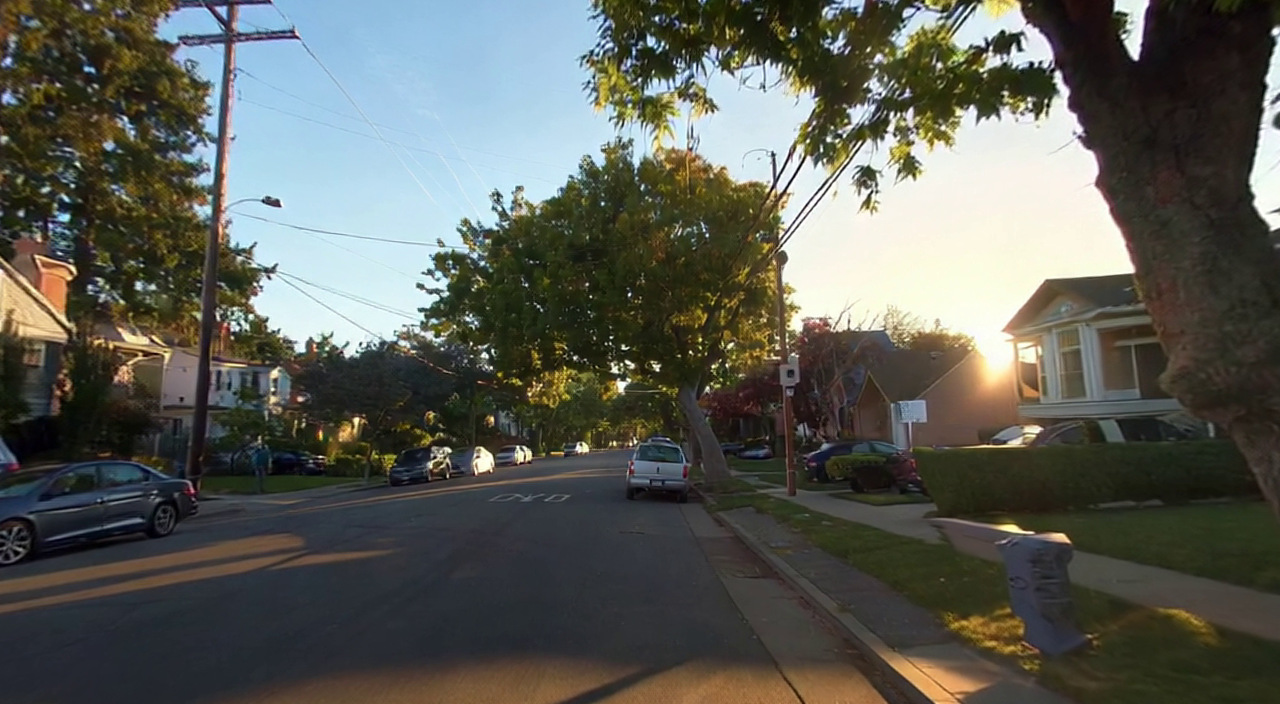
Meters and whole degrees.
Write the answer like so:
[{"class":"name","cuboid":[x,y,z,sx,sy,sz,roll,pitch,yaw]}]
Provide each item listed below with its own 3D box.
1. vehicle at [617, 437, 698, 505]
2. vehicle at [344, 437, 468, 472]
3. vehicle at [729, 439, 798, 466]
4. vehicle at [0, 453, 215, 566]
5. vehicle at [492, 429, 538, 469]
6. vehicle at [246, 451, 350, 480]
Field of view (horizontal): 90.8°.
[{"class":"vehicle","cuboid":[0.464,3.032,16.446,1.908,1.572,3.105,0,-8,2]},{"class":"vehicle","cuboid":[-13.930,6.158,37.890,6.488,2.009,2.354,0,-9,0]},{"class":"vehicle","cuboid":[7.870,6.466,40.542,4.075,1.674,1.811,0,-8,0]},{"class":"vehicle","cuboid":[-9.492,2.399,10.228,1.968,1.449,4.502,0,-8,2]},{"class":"vehicle","cuboid":[-9.441,7.406,48.397,2.199,2.902,5.848,0,-8,1]},{"class":"vehicle","cuboid":[-18.199,6.047,33.780,4.481,1.420,1.712,1,-9,-3]}]
